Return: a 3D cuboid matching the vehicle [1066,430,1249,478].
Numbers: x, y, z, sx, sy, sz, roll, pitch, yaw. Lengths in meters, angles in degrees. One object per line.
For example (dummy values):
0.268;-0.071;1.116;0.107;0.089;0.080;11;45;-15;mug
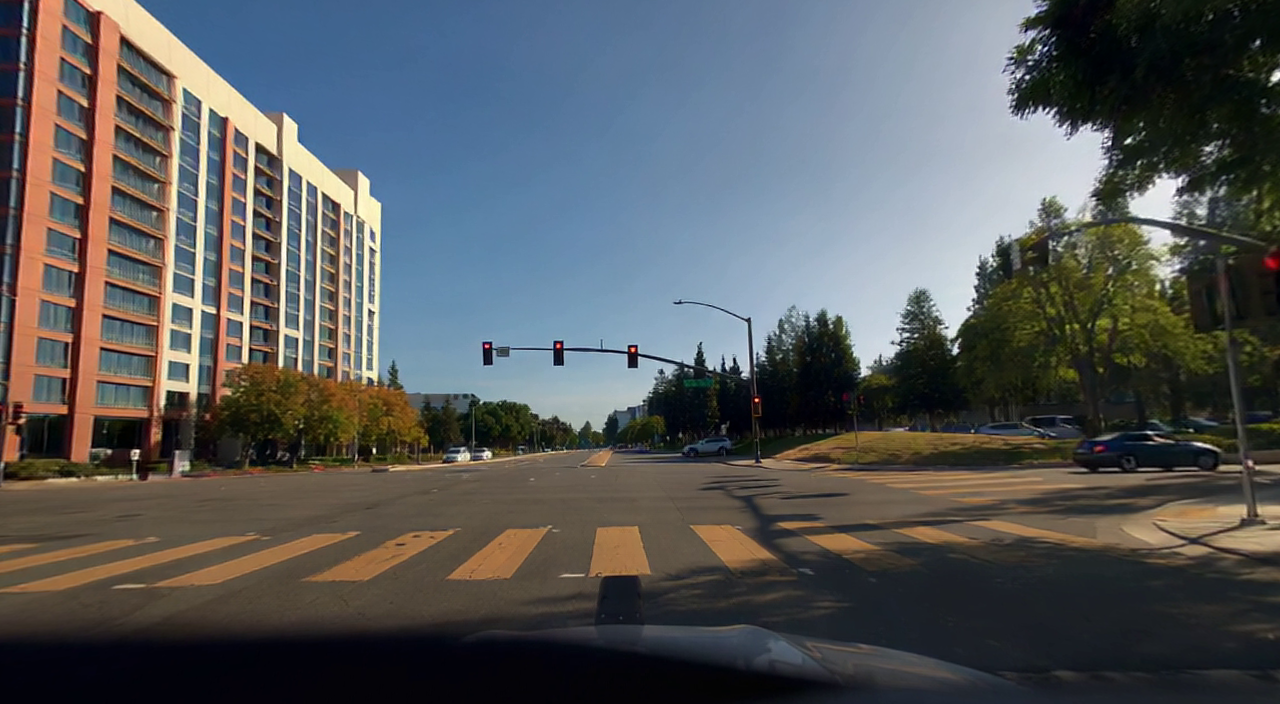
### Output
20.760;4.100;25.570;5.357;1.814;2.141;-1;-8;3;vehicle
